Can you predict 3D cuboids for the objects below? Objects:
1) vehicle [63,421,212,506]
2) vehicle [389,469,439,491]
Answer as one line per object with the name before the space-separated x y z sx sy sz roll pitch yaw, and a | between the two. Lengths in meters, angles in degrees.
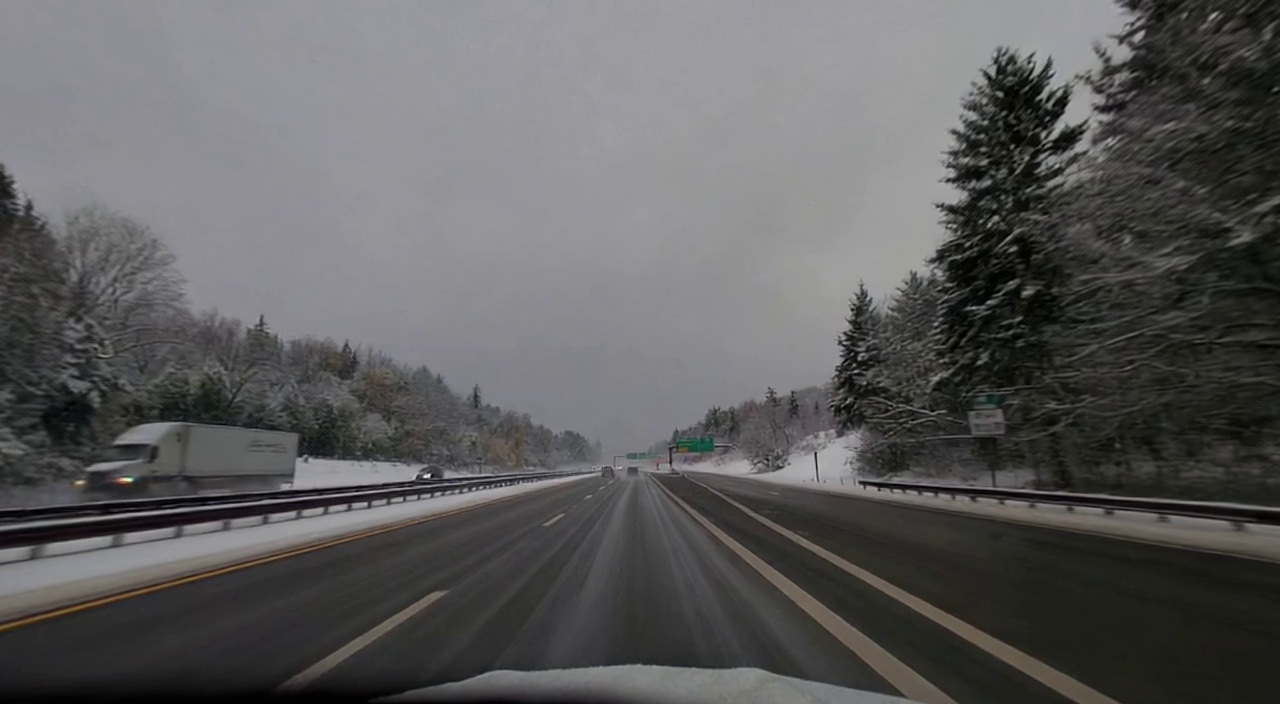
vehicle | -26.241 5.906 33.384 3.011 4.011 5.861 2 -11 -5
vehicle | -16.311 9.223 45.634 1.874 1.496 4.616 1 -11 0
